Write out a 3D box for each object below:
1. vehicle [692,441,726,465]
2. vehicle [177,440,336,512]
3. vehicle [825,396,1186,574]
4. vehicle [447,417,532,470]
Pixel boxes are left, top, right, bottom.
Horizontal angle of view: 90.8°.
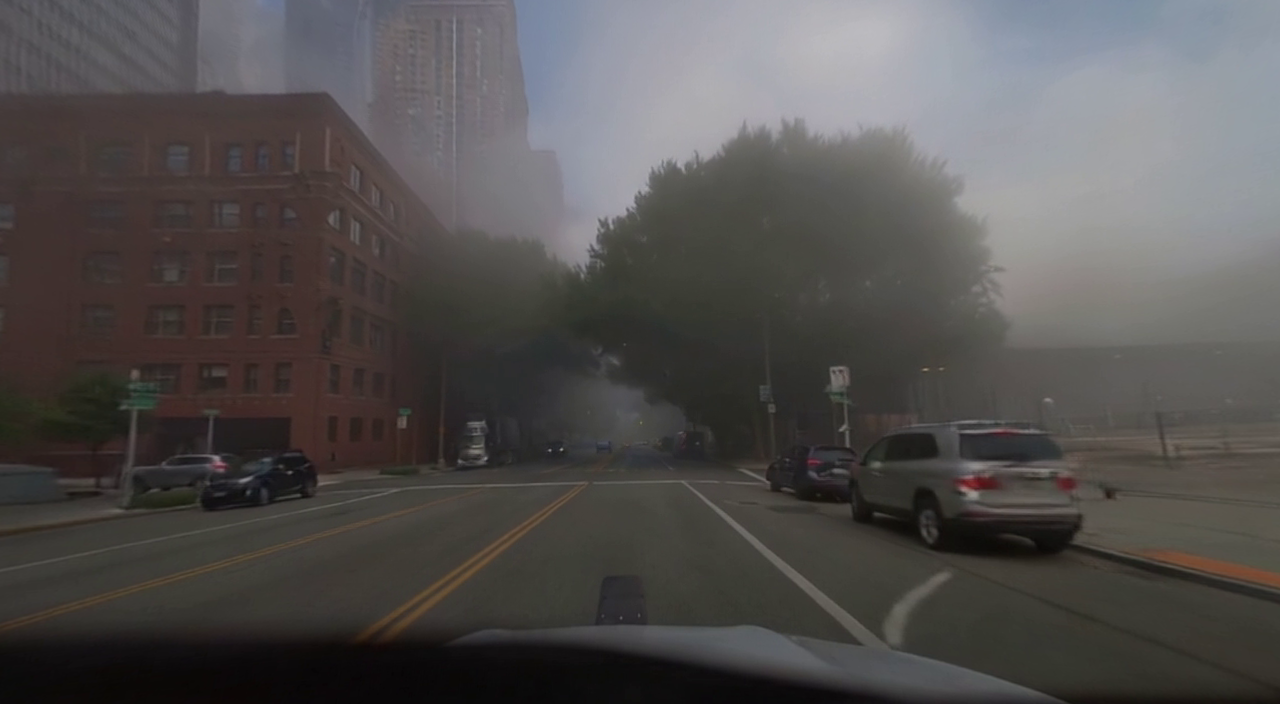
[{"bbox_3d":[4.559,6.717,42.218,1.891,1.535,4.068,0,-8,1],"label":"vehicle"},{"bbox_3d":[-11.128,3.617,18.814,2.039,1.770,4.445,-3,-9,-1],"label":"vehicle"},{"bbox_3d":[4.743,1.825,9.552,2.237,1.908,5.320,0,-8,0],"label":"vehicle"},{"bbox_3d":[-11.046,6.961,48.024,3.049,3.345,12.614,-3,-8,1],"label":"vehicle"}]
